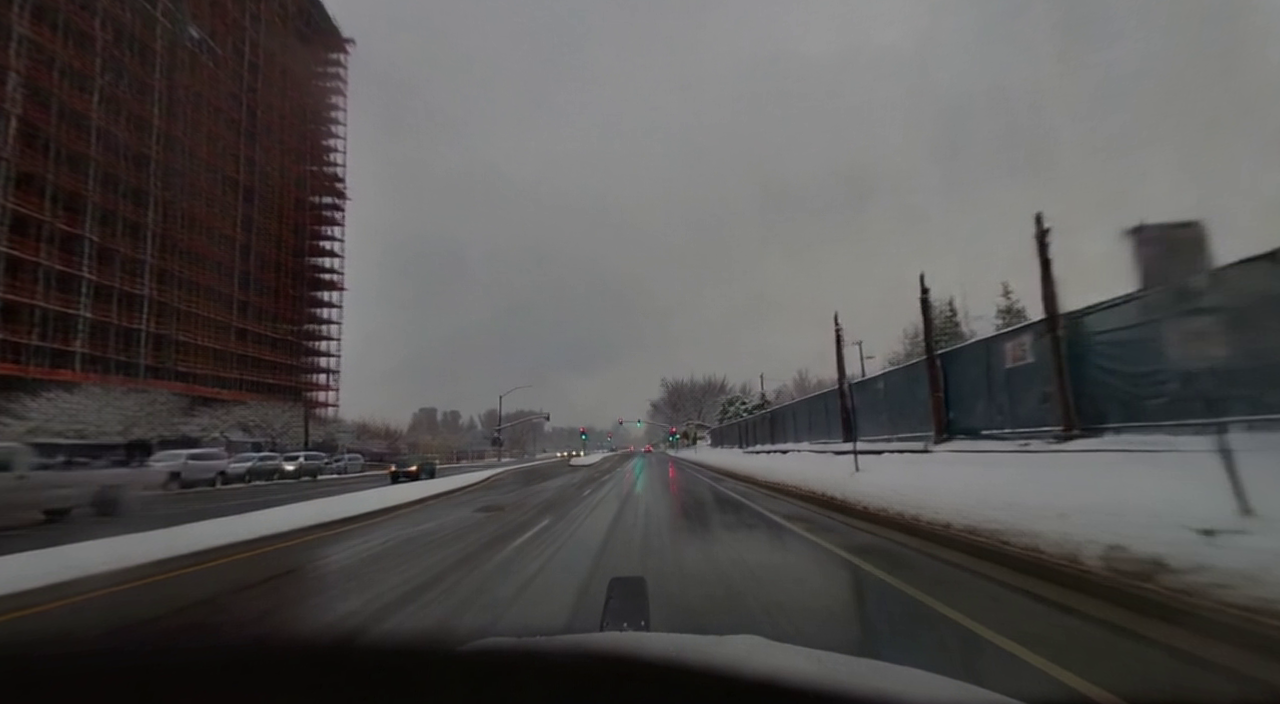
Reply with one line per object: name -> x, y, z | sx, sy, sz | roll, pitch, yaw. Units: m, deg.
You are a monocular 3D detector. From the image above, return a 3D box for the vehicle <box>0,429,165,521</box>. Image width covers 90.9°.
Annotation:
vehicle -> -16.321, 3.182, 16.735 | 2.601, 2.118, 6.071 | 0, -9, 0

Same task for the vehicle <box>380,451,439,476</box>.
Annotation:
vehicle -> -15.250, 7.391, 42.000 | 2.113, 1.478, 4.828 | 0, -9, -1

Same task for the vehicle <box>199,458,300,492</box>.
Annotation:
vehicle -> -19.315, 6.085, 31.489 | 2.003, 1.440, 4.857 | 0, -9, 0

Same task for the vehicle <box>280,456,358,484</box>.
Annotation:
vehicle -> -19.253, 7.066, 38.076 | 2.007, 1.453, 4.932 | -1, -9, 2
